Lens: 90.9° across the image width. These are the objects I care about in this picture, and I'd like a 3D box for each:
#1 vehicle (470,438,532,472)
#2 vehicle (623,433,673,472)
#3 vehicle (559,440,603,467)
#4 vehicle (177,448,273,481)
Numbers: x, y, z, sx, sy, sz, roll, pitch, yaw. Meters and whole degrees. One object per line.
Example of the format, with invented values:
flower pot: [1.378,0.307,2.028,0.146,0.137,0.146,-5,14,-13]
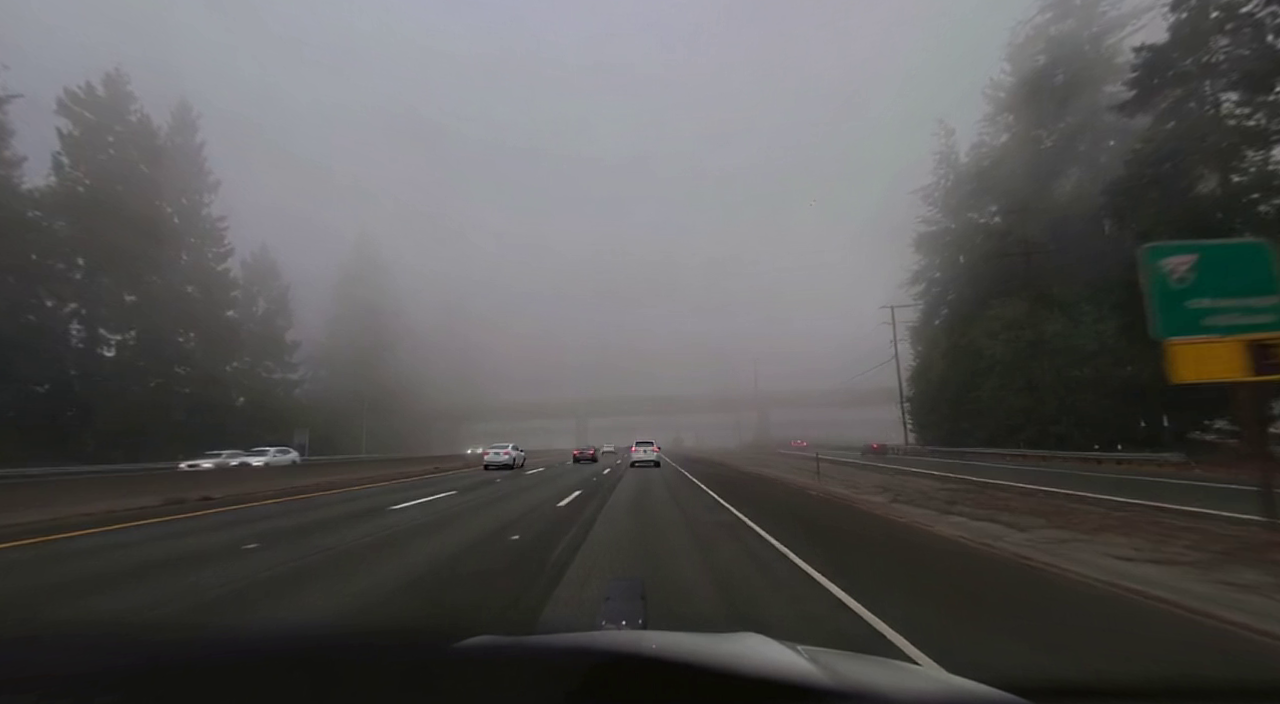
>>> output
vehicle: [-7.301,5.461,33.607,2.139,1.653,4.614,0,-8,2]
vehicle: [0.339,4.703,29.624,2.152,1.697,4.066,0,-8,0]
vehicle: [-3.363,5.930,36.917,2.056,1.464,4.564,0,-8,1]
vehicle: [-21.038,5.682,32.209,1.827,1.529,4.380,0,-8,1]
